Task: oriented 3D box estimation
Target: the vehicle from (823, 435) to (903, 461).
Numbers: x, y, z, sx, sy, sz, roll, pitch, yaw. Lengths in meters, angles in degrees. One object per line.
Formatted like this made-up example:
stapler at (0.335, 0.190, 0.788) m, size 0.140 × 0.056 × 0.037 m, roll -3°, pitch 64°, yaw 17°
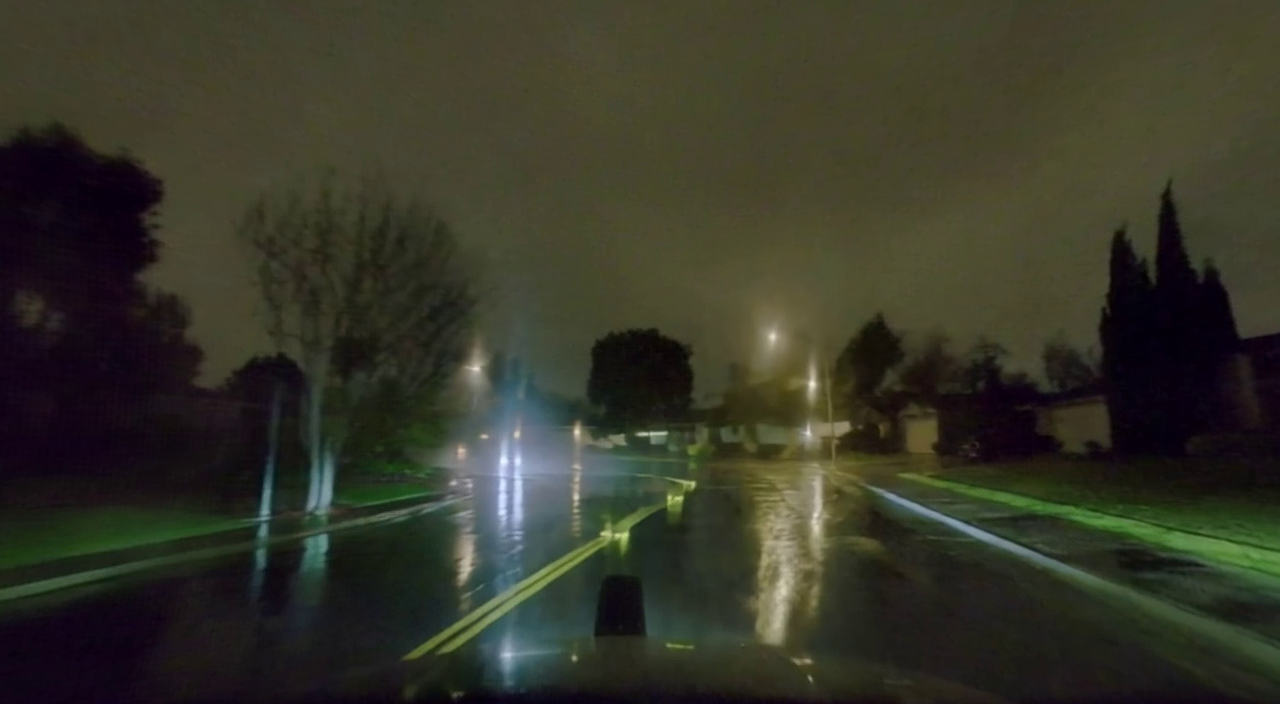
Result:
vehicle at (15.337, 6.592, 43.538) m, size 4.799 × 1.451 × 2.144 m, roll 0°, pitch -8°, yaw -20°

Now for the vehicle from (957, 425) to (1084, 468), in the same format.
vehicle at (17.120, 4.312, 28.647) m, size 4.327 × 1.573 × 1.967 m, roll -6°, pitch -10°, yaw 10°
